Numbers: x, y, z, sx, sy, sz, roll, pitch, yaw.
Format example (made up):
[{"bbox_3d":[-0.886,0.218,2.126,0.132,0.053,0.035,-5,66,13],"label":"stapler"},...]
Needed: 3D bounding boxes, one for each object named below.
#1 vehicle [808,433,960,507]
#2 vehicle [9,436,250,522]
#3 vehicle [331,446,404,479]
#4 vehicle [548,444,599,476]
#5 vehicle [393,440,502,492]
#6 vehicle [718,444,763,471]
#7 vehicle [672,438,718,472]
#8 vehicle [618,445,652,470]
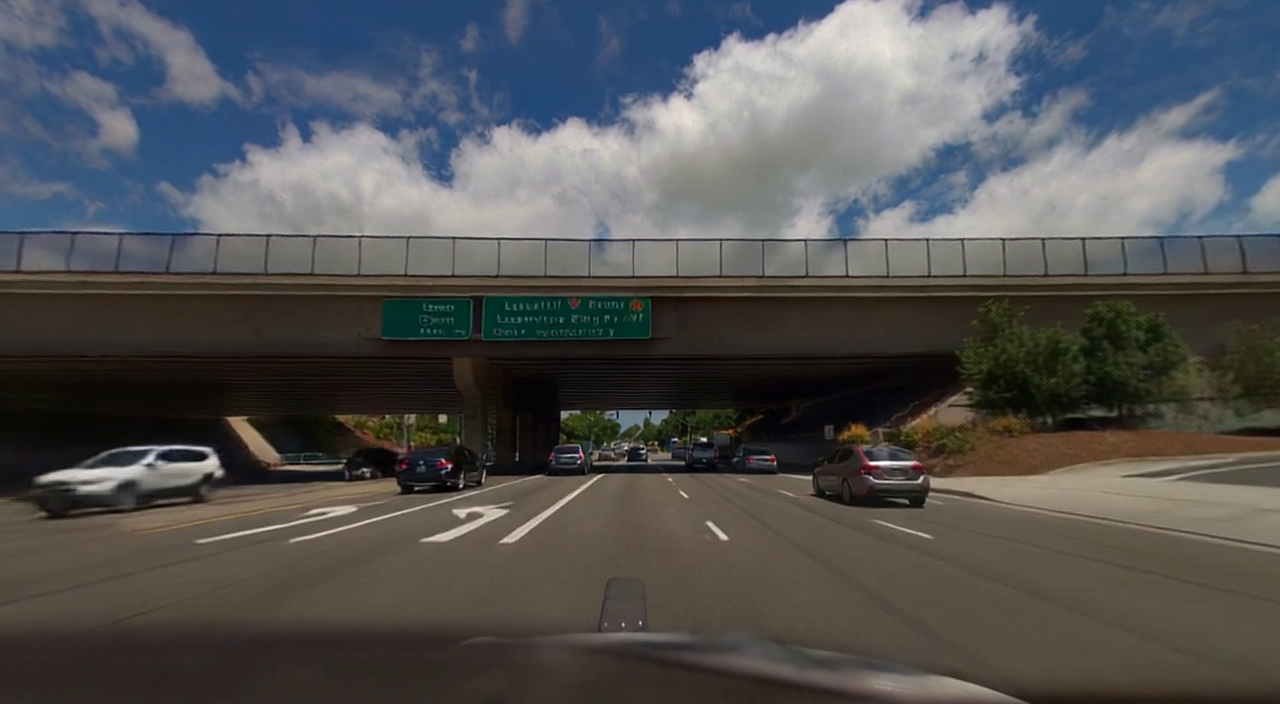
[{"bbox_3d":[6.021,2.959,16.214,2.056,1.624,4.498,0,-8,-1],"label":"vehicle"},{"bbox_3d":[-11.760,2.911,15.000,1.993,1.718,4.396,0,-9,0],"label":"vehicle"},{"bbox_3d":[-15.227,6.183,35.374,2.015,1.722,4.640,0,-9,1],"label":"vehicle"},{"bbox_3d":[-3.268,5.390,31.679,2.041,1.466,4.212,0,-8,1],"label":"vehicle"},{"bbox_3d":[-6.073,3.640,20.422,2.070,1.488,4.376,0,-8,1],"label":"vehicle"},{"bbox_3d":[6.072,6.439,38.438,1.924,1.527,4.268,0,-8,-2],"label":"vehicle"},{"bbox_3d":[3.004,5.733,35.112,2.034,1.762,4.420,0,-9,-1],"label":"vehicle"},{"bbox_3d":[-0.317,6.545,39.056,2.026,1.453,3.780,0,-8,0],"label":"vehicle"}]
